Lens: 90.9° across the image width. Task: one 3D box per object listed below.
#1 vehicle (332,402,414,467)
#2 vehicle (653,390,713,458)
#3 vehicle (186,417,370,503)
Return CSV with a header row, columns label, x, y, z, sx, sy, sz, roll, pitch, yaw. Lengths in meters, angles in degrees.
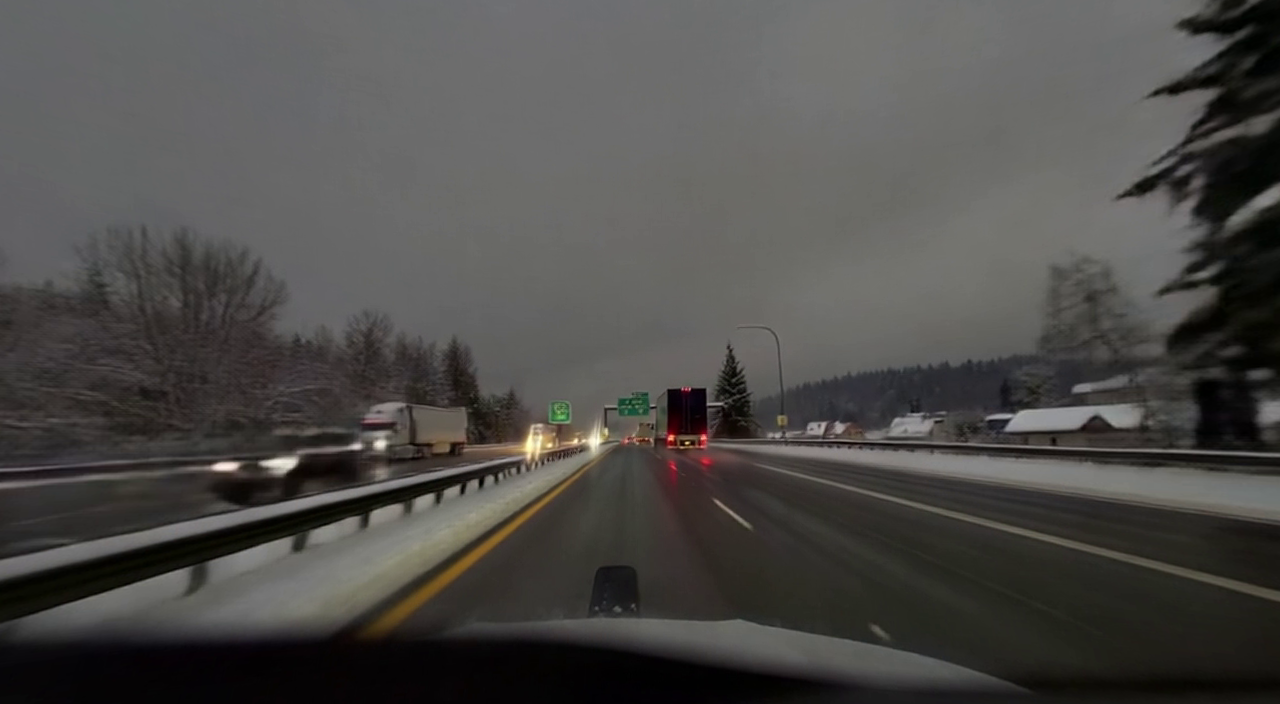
label,x,y,z,sx,sy,sz,roll,pitch,yaw
vehicle,-17.656,5.511,42.202,2.817,3.985,5.911,0,-8,0
vehicle,2.685,5.205,44.386,2.954,3.995,13.335,0,-8,-1
vehicle,-9.506,2.856,17.196,2.268,1.975,4.713,0,-8,-1
